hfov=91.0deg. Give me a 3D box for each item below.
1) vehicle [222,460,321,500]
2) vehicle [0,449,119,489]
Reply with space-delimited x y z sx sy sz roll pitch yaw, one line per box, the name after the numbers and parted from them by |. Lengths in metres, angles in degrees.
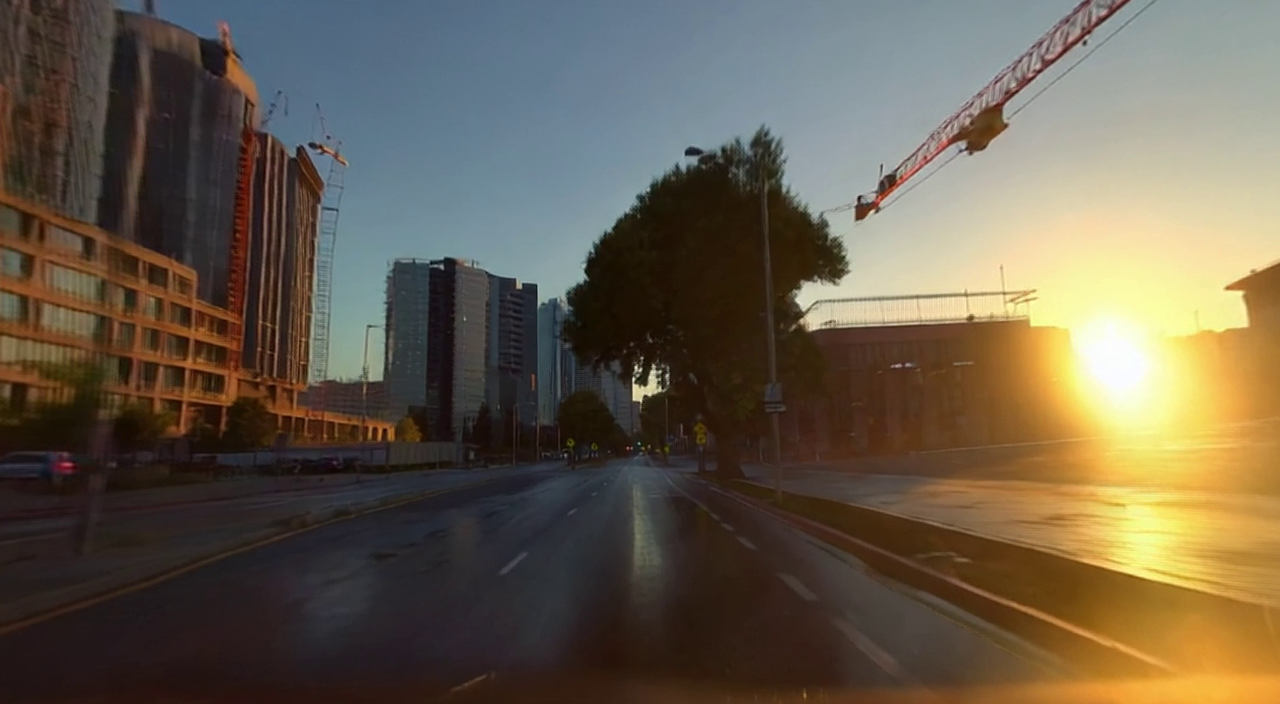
-17.092 5.943 29.521 1.921 1.541 4.541 -1 -8 0 | vehicle
-25.329 4.958 26.854 4.308 1.612 1.989 1 -9 -2 | vehicle
